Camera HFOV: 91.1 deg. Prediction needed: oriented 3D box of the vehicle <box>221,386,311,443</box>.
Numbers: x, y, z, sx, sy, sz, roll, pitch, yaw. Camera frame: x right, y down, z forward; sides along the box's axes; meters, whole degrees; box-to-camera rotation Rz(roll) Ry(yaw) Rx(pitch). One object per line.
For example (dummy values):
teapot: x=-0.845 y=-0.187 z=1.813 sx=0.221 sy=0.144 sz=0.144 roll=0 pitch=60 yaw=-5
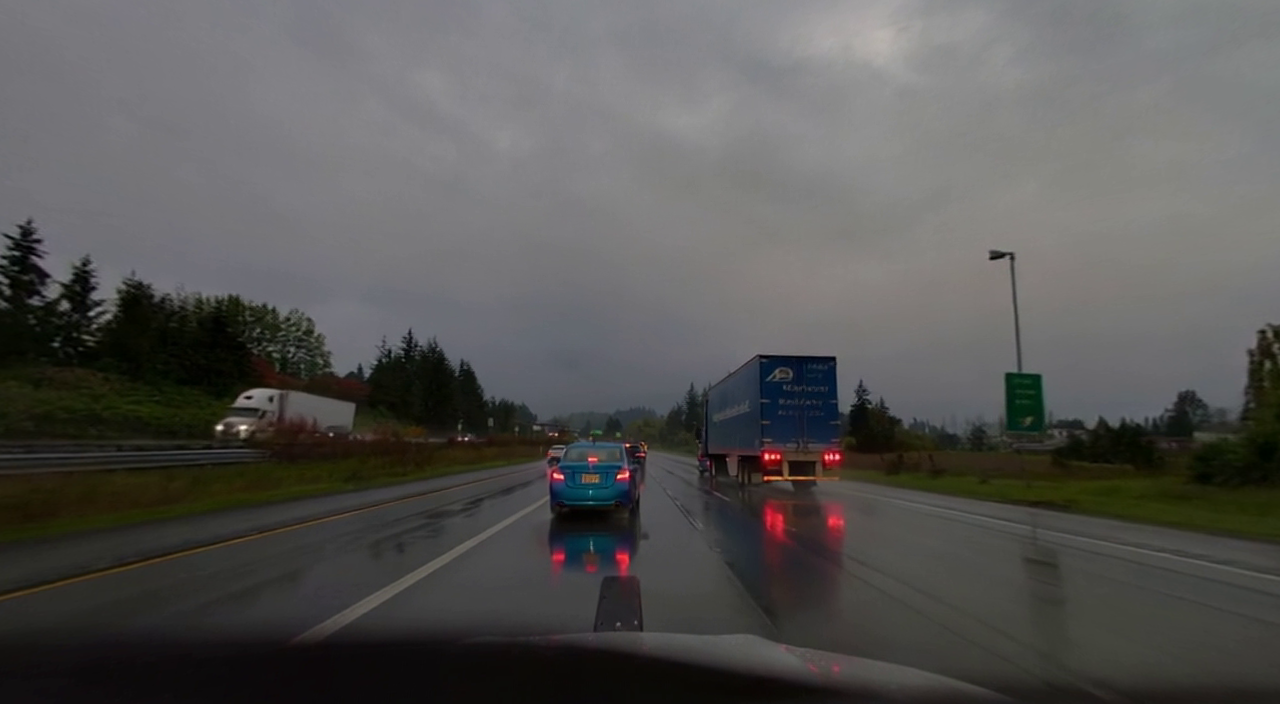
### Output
vehicle: x=-27.972 y=4.857 z=47.382 sx=2.979 sy=3.928 sz=6.477 roll=1 pitch=-9 yaw=-4

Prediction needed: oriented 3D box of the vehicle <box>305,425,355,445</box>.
vehicle: x=-23.857 y=6.439 z=48.484 sx=1.729 sy=1.455 sz=4.560 roll=0 pitch=-9 yaw=-3

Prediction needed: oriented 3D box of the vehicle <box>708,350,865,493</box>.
vehicle: x=4.913 y=3.021 z=24.912 sx=2.825 sy=4.043 sz=14.051 roll=0 pitch=-9 yaw=0

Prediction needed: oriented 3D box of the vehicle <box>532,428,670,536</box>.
vehicle: x=-0.595 y=2.221 z=11.257 sx=2.038 sy=1.582 sz=3.729 roll=0 pitch=-9 yaw=0
